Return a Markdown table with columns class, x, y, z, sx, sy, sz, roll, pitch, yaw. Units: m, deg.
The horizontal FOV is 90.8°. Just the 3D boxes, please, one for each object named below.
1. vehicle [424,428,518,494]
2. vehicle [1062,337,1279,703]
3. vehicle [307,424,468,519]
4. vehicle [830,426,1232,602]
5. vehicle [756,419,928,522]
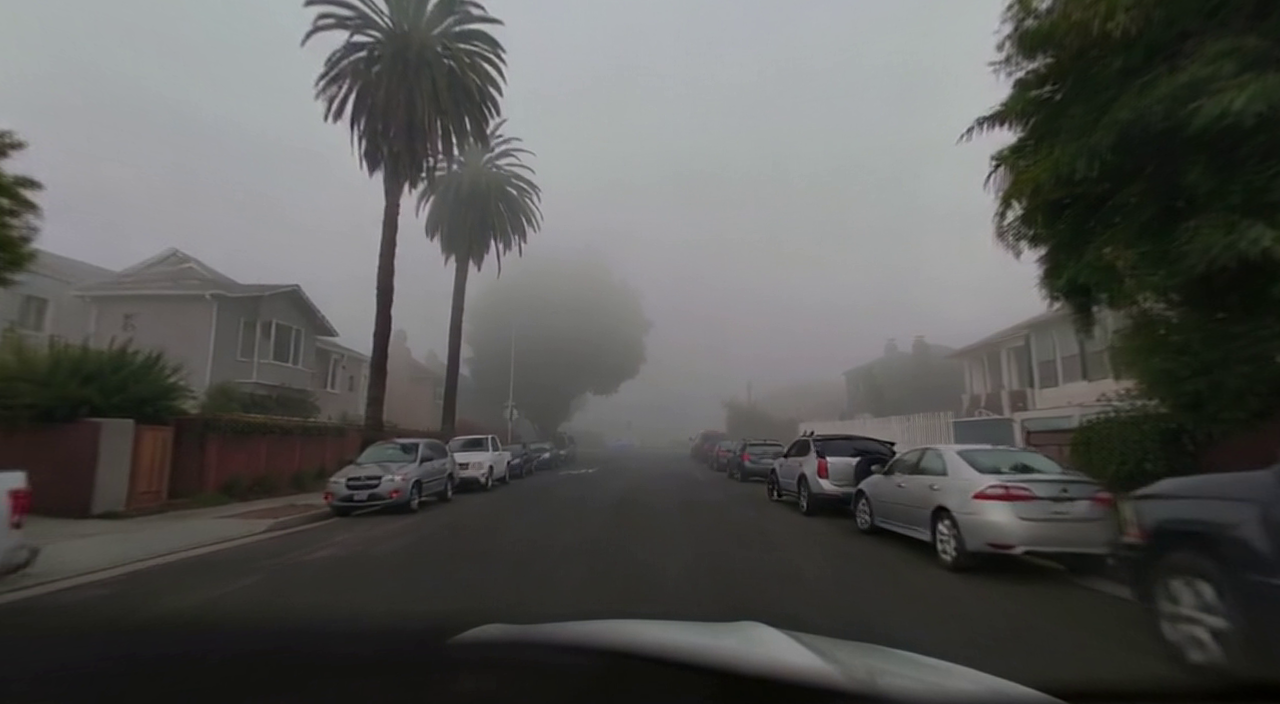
| class | x | y | z | sx | sy | sz | roll | pitch | yaw |
| --- | --- | --- | --- | --- | --- | --- | --- | --- | --- |
| vehicle | -5.321 | 3.485 | 20.658 | 1.963 | 1.859 | 4.884 | 0 | -8 | -3 |
| vehicle | 4.107 | 0.761 | 2.254 | 1.964 | 1.889 | 4.708 | 0 | -8 | 1 |
| vehicle | -5.505 | 2.639 | 14.508 | 1.947 | 1.803 | 4.381 | 0 | -8 | -1 |
| vehicle | 4.153 | 1.766 | 7.999 | 1.870 | 1.506 | 4.897 | 0 | -8 | -1 |
| vehicle | 4.018 | 2.442 | 13.598 | 2.116 | 1.817 | 4.652 | 0 | -8 | -1 |
